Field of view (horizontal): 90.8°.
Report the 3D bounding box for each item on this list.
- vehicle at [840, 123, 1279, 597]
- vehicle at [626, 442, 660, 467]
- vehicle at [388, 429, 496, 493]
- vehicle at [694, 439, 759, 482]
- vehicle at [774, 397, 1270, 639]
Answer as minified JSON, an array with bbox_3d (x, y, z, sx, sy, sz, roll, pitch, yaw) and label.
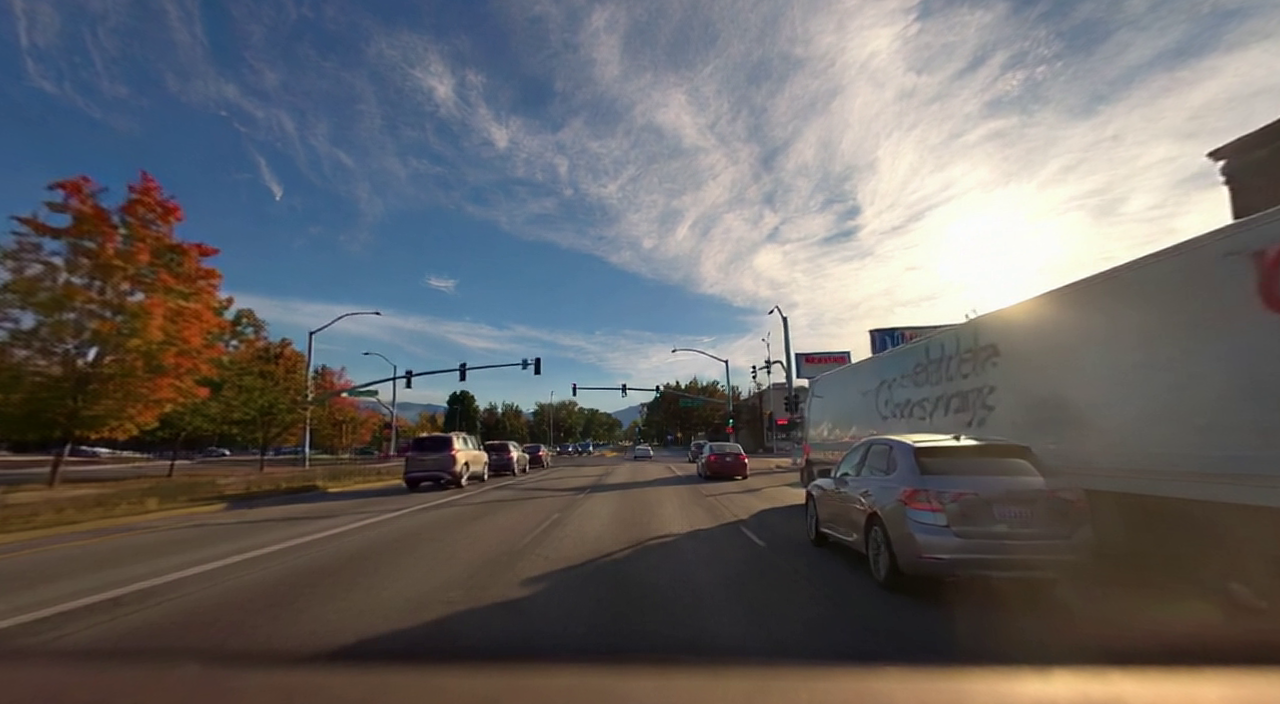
[{"bbox_3d":[7.092,0.577,9.019,2.899,4.154,16.592,0,-8,-1],"label":"vehicle"},{"bbox_3d":[0.154,6.398,39.603,2.008,1.464,4.052,0,-8,0],"label":"vehicle"},{"bbox_3d":[-6.318,3.525,20.845,2.136,1.837,4.669,0,-8,-1],"label":"vehicle"},{"bbox_3d":[3.228,4.151,24.474,1.842,1.480,4.155,0,-8,-1],"label":"vehicle"},{"bbox_3d":[3.063,1.456,6.662,2.174,1.596,4.779,0,-8,-1],"label":"vehicle"}]
